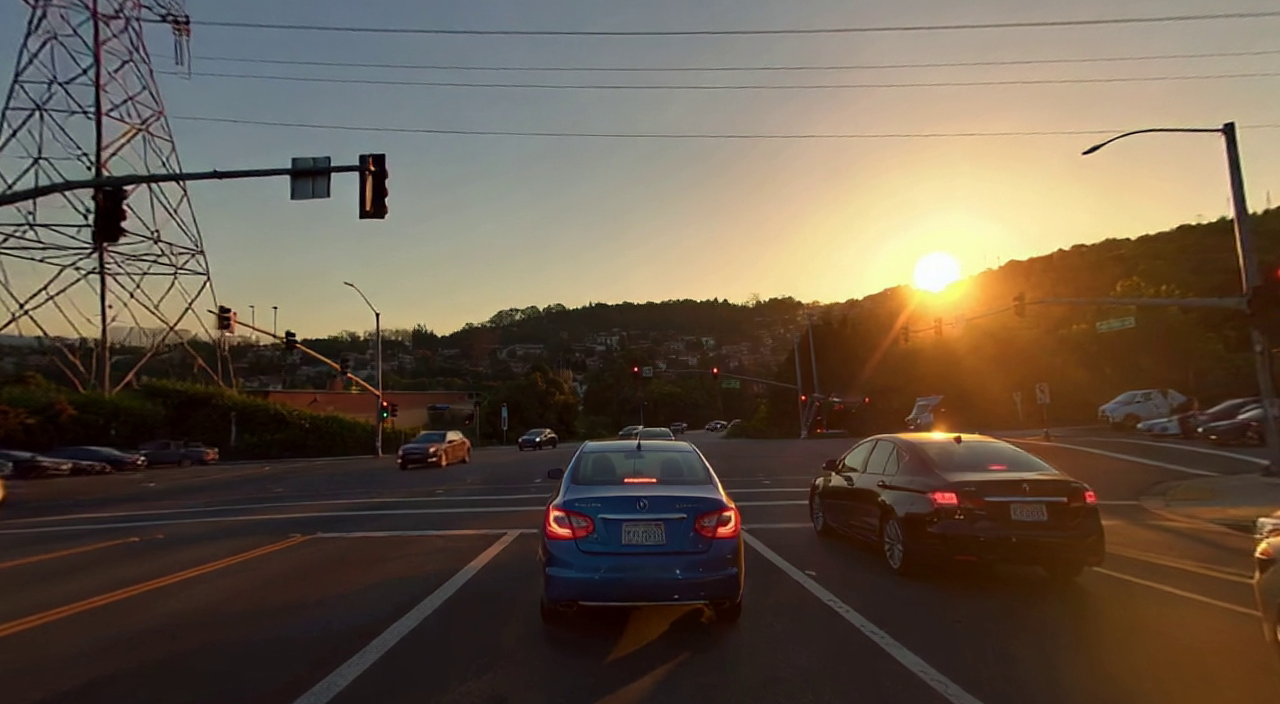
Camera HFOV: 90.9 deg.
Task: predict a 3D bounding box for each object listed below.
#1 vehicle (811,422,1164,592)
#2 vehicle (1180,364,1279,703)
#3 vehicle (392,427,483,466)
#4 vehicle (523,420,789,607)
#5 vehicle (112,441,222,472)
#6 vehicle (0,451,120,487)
[{"bbox_3d":[3.654,1.683,7.720,1.835,1.473,4.190,0,-8,-2],"label":"vehicle"},{"bbox_3d":[3.412,0.588,0.626,1.926,1.614,4.330,0,-8,1],"label":"vehicle"},{"bbox_3d":[-9.627,4.598,30.655,2.269,1.716,5.700,-1,-8,3],"label":"vehicle"},{"bbox_3d":[0.113,1.596,7.126,2.117,1.474,4.036,0,-8,0],"label":"vehicle"},{"bbox_3d":[-26.028,5.766,34.789,4.417,1.637,1.956,0,-8,-2],"label":"vehicle"},{"bbox_3d":[-25.925,5.112,27.747,4.263,1.464,1.895,0,-8,-1],"label":"vehicle"}]
